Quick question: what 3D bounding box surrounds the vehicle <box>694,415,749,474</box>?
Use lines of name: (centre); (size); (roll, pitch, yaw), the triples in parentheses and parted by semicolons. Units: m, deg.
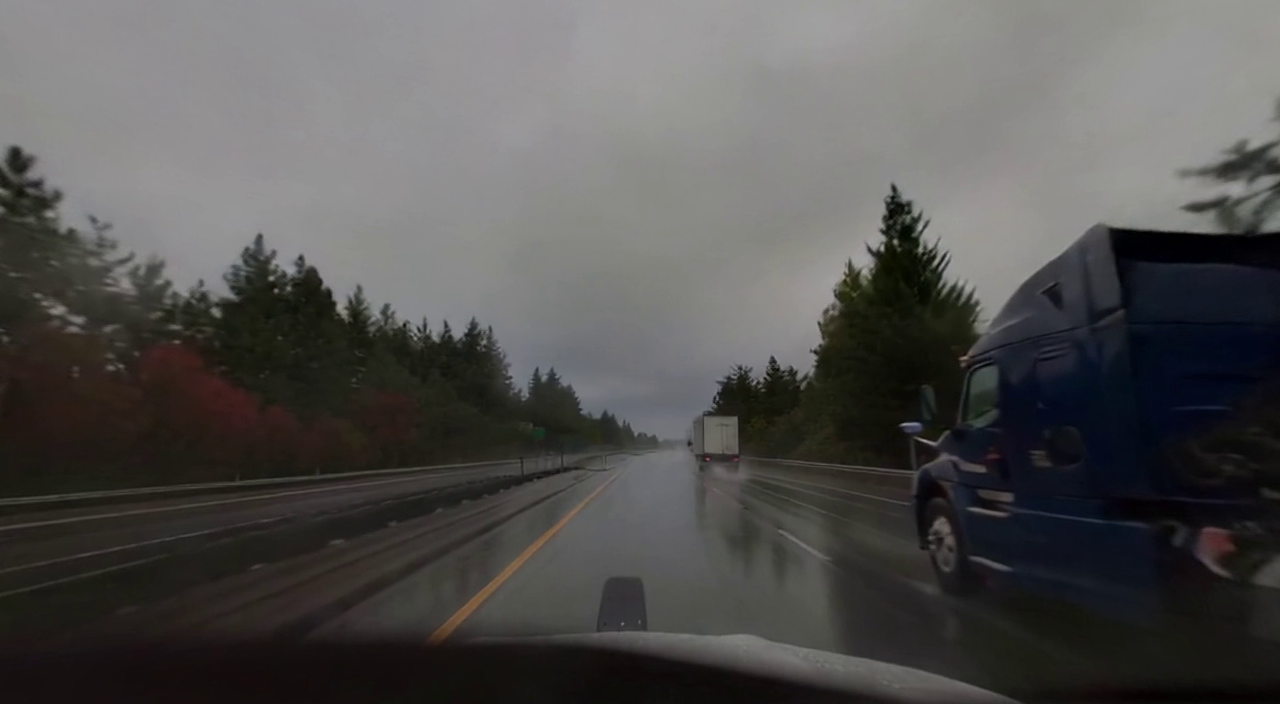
vehicle: (5.025, 5.907, 40.000); (2.682, 3.349, 7.138); (0, -9, 1)

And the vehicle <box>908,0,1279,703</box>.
vehicle: (4.233, 0.052, 3.210); (2.990, 3.561, 6.145); (0, -9, 1)
